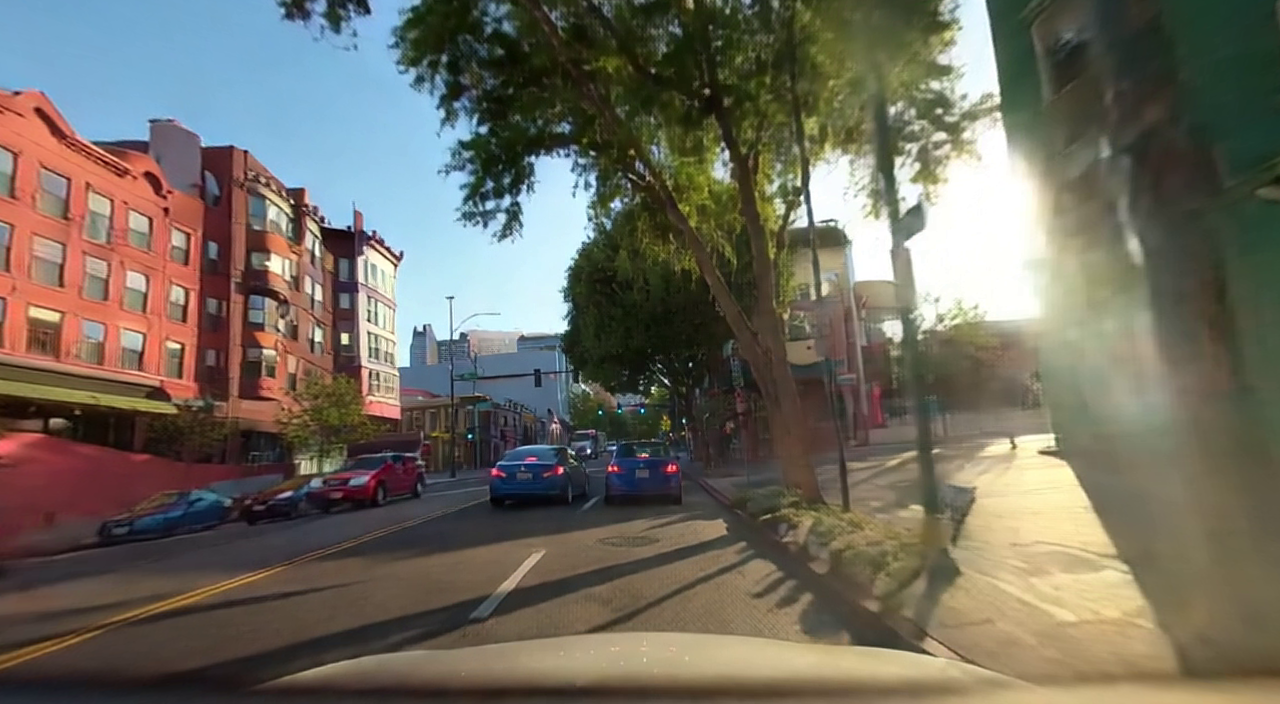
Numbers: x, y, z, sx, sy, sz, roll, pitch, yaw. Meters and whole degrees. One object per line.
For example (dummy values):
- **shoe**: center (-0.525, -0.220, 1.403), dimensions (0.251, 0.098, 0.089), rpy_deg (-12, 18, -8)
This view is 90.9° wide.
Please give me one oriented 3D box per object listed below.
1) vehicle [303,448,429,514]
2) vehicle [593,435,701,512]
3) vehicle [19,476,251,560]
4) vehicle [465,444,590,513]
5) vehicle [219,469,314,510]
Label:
- **vehicle**: center (-8.388, 3.927, 19.808), dimensions (1.931, 1.803, 4.420), rpy_deg (0, -8, 0)
- **vehicle**: center (0.153, 2.658, 14.252), dimensions (2.094, 1.478, 3.922), rpy_deg (0, -8, 0)
- **vehicle**: center (-11.728, 3.833, 15.164), dimensions (1.861, 1.476, 4.479), rpy_deg (0, -9, 0)
- **vehicle**: center (-2.538, 2.998, 15.611), dimensions (2.099, 1.424, 4.843), rpy_deg (0, -8, 1)
- **vehicle**: center (-17.280, 6.277, 29.081), dimensions (4.584, 1.504, 2.124), rpy_deg (-6, -10, 38)
